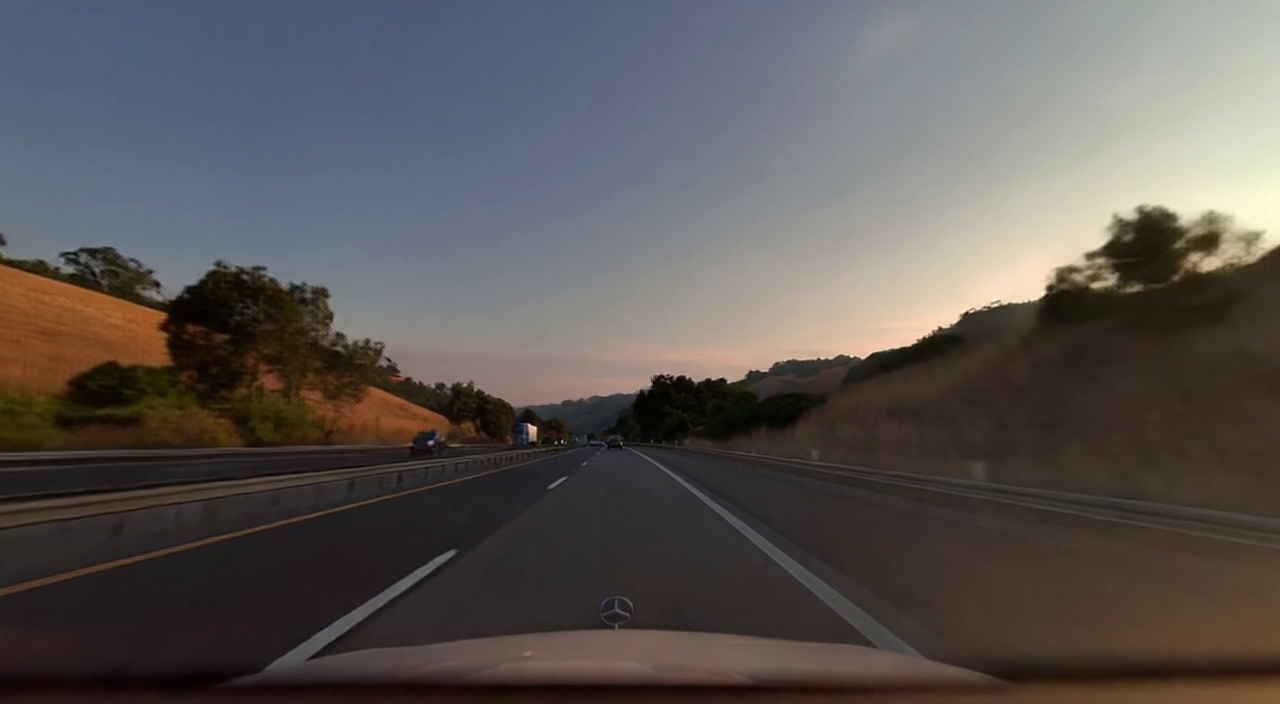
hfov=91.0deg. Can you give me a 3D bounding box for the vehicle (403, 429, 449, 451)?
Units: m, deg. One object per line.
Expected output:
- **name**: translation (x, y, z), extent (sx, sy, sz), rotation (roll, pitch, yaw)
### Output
- **vehicle**: translation (-16.550, 6.859, 48.846), extent (2.017, 1.612, 4.487), rotation (0, -8, 0)
